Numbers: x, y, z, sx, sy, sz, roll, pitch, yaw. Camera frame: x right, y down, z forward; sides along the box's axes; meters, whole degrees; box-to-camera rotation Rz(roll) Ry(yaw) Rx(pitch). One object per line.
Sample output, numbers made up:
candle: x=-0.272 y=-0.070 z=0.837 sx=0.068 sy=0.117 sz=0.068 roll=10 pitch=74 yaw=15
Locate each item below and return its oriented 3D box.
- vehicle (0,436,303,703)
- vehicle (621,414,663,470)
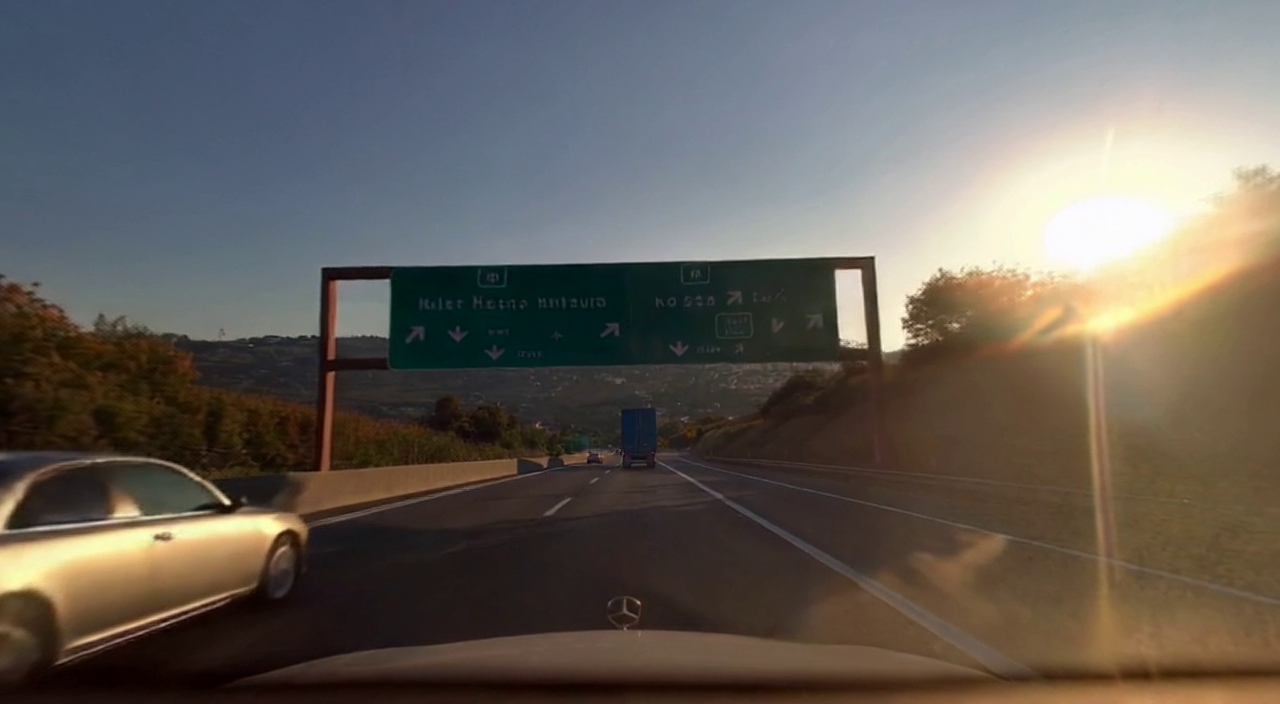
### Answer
vehicle: x=-4.053 y=1.244 z=3.704 sx=1.839 sy=1.451 sz=4.097 roll=-1 pitch=-9 yaw=1
vehicle: x=0.024 y=6.936 z=48.247 sx=2.864 sy=3.805 sz=9.500 roll=0 pitch=-9 yaw=-2
